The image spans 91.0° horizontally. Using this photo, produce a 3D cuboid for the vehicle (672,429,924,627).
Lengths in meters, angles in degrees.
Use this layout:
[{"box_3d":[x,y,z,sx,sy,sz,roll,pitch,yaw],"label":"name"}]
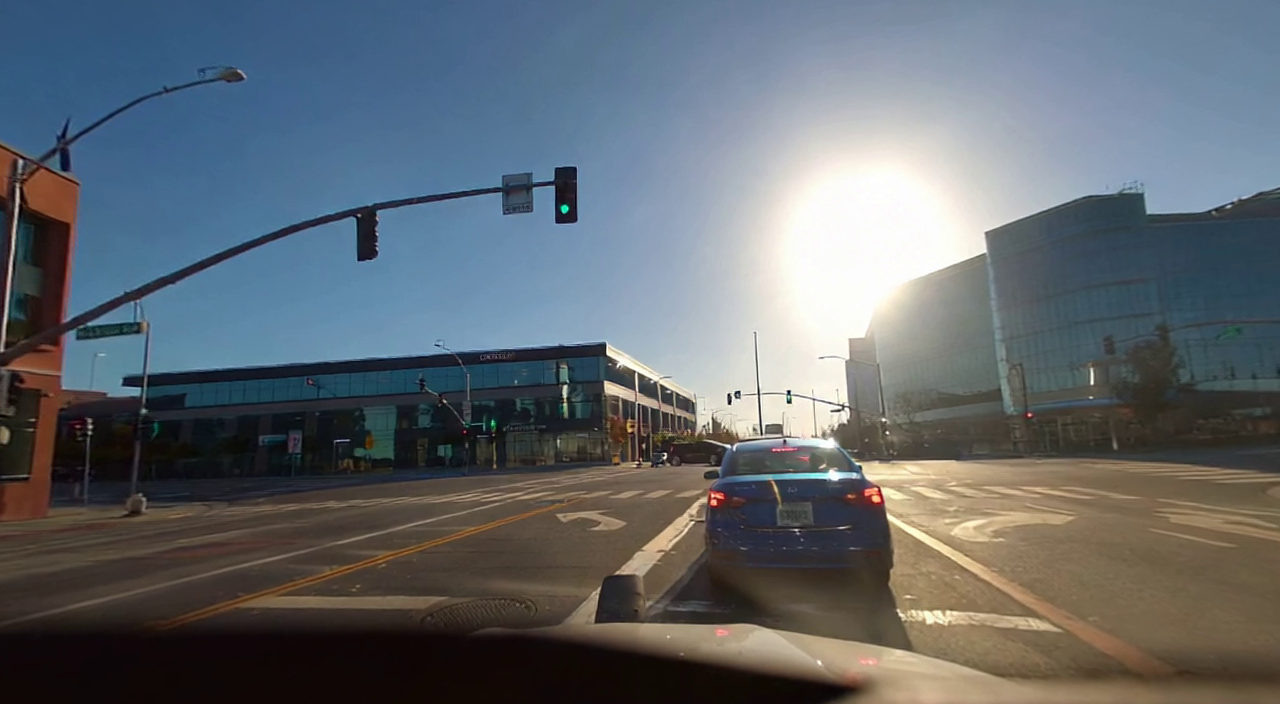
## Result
[{"box_3d":[1.581,1.671,7.118,1.872,1.459,4.483,-1,-9,10],"label":"vehicle"}]
